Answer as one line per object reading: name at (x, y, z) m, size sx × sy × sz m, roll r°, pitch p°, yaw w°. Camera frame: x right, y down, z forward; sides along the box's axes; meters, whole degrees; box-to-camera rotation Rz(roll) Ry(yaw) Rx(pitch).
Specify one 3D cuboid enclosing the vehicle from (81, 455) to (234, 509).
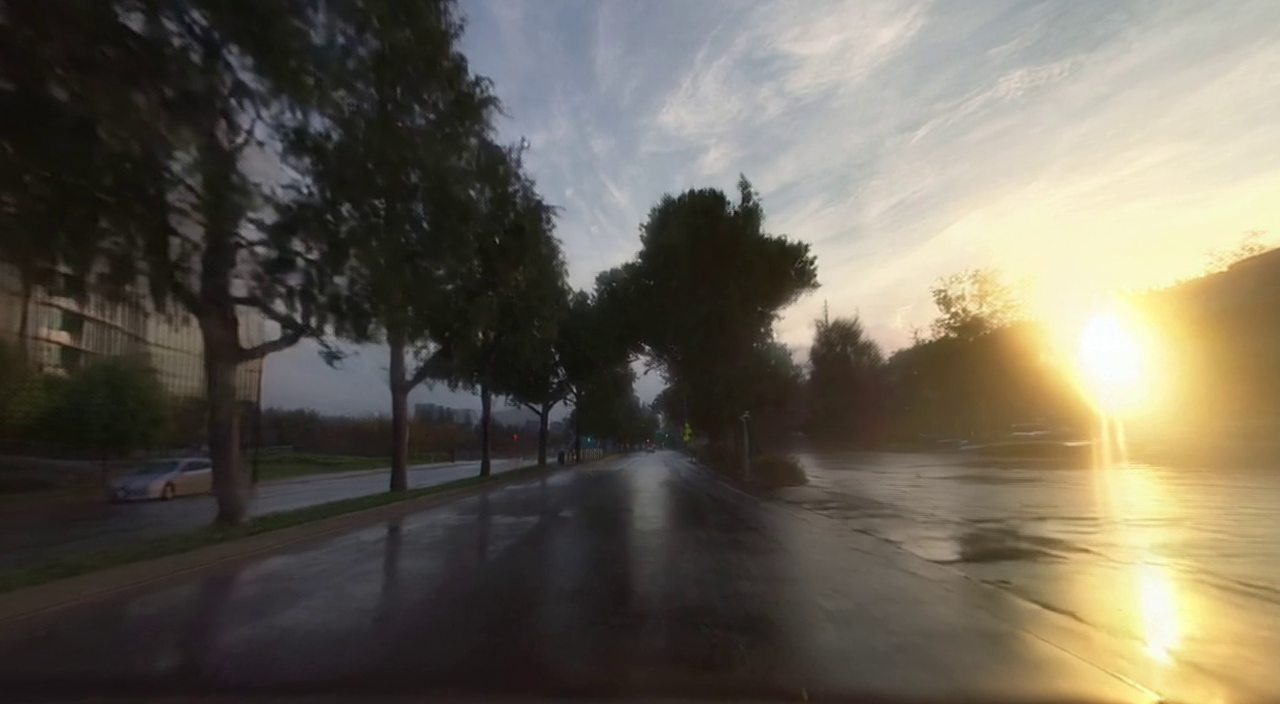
vehicle at (-16.731, 4.493, 22.219) m, size 1.807 × 1.570 × 4.557 m, roll -1°, pitch -9°, yaw 0°
